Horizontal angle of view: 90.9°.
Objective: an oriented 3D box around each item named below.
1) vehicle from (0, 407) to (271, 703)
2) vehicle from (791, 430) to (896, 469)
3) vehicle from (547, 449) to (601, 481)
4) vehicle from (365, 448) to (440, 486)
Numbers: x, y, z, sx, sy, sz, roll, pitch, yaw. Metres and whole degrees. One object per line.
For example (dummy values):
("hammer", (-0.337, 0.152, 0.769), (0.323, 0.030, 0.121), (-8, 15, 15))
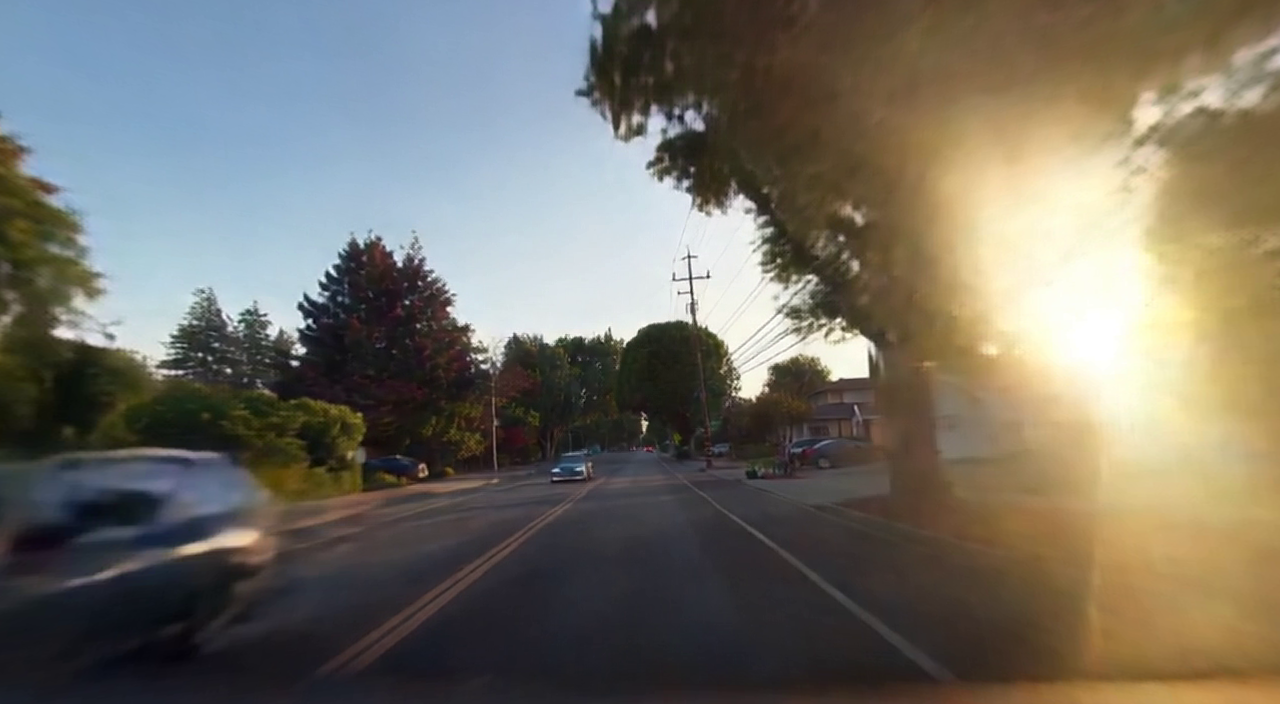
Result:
("vehicle", (-3.785, 0.987, 2.358), (2.102, 1.524, 4.387), (-2, -9, 1))
("vehicle", (10.401, 5.012, 32.510), (4.626, 1.731, 2.007), (-3, -8, -1))
("vehicle", (-3.016, 5.248, 29.595), (1.968, 1.394, 3.890), (0, -9, 2))
("vehicle", (-13.080, 6.303, 35.033), (2.053, 1.906, 4.889), (-1, -9, 3))
